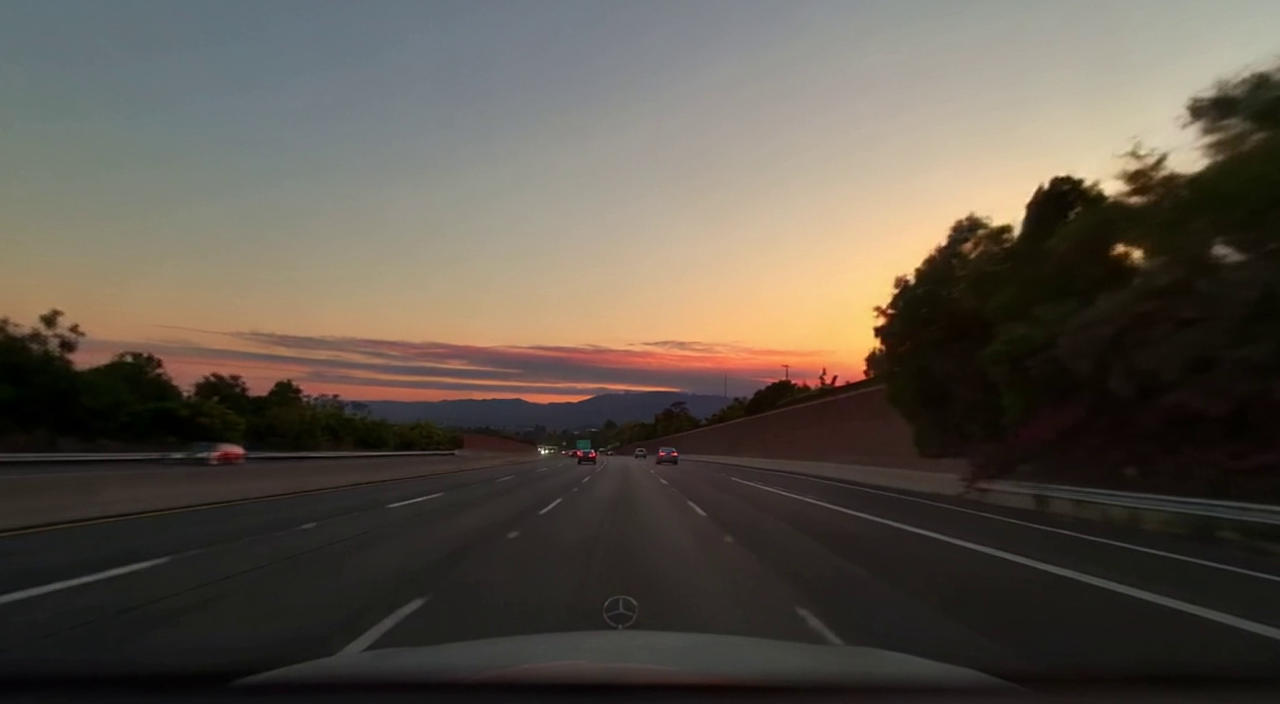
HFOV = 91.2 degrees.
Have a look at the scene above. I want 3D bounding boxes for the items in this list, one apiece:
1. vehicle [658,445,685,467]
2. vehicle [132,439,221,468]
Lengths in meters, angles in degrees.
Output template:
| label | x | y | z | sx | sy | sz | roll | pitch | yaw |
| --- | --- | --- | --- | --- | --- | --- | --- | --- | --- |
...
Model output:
| label | x | y | z | sx | sy | sz | roll | pitch | yaw |
| --- | --- | --- | --- | --- | --- | --- | --- | --- | --- |
| vehicle | 2.356 | 7.898 | 47.812 | 1.895 | 1.555 | 4.030 | 0 | -9 | 0 |
| vehicle | -24.530 | 5.380 | 33.328 | 1.733 | 1.452 | 4.029 | 0 | -9 | -2 |
